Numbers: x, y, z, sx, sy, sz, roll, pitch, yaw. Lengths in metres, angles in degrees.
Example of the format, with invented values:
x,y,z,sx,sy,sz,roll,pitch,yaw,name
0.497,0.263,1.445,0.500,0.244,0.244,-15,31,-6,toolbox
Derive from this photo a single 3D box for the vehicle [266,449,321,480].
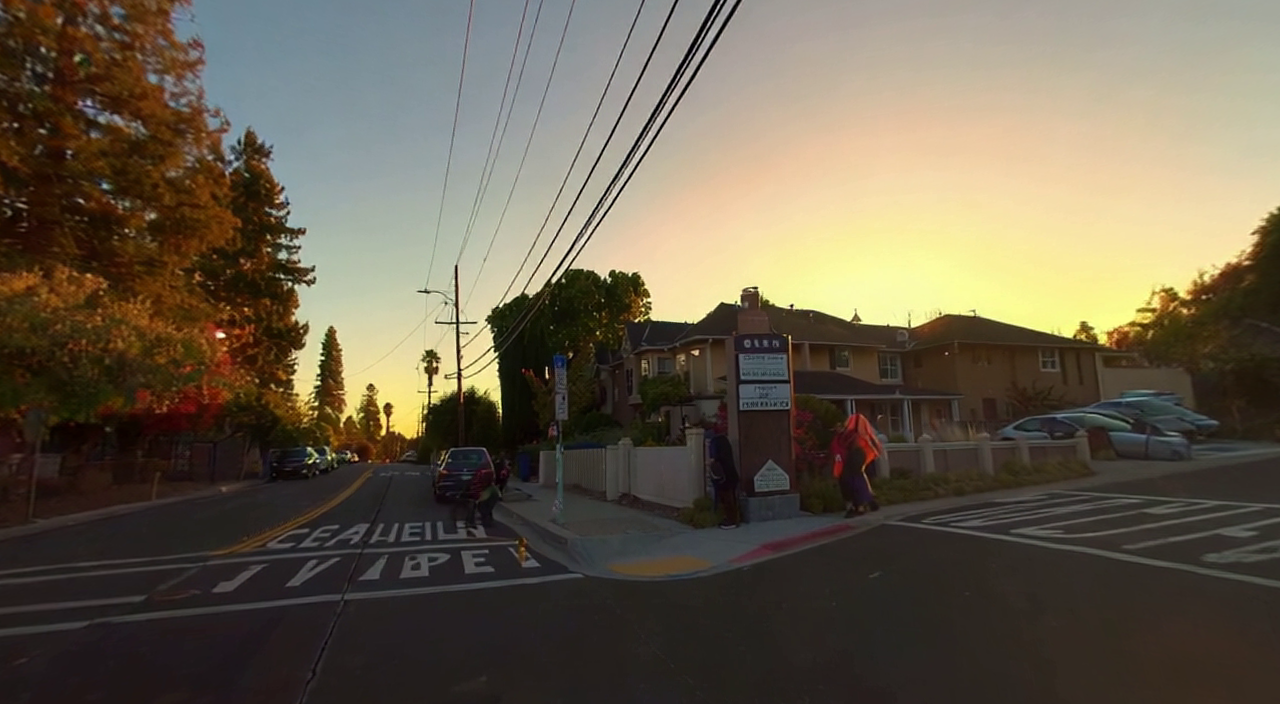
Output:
x,y,z,sx,sy,sz,roll,pitch,yaw,name
-21.998,7.114,40.309,2.203,1.787,4.704,3,-9,-19,vehicle
